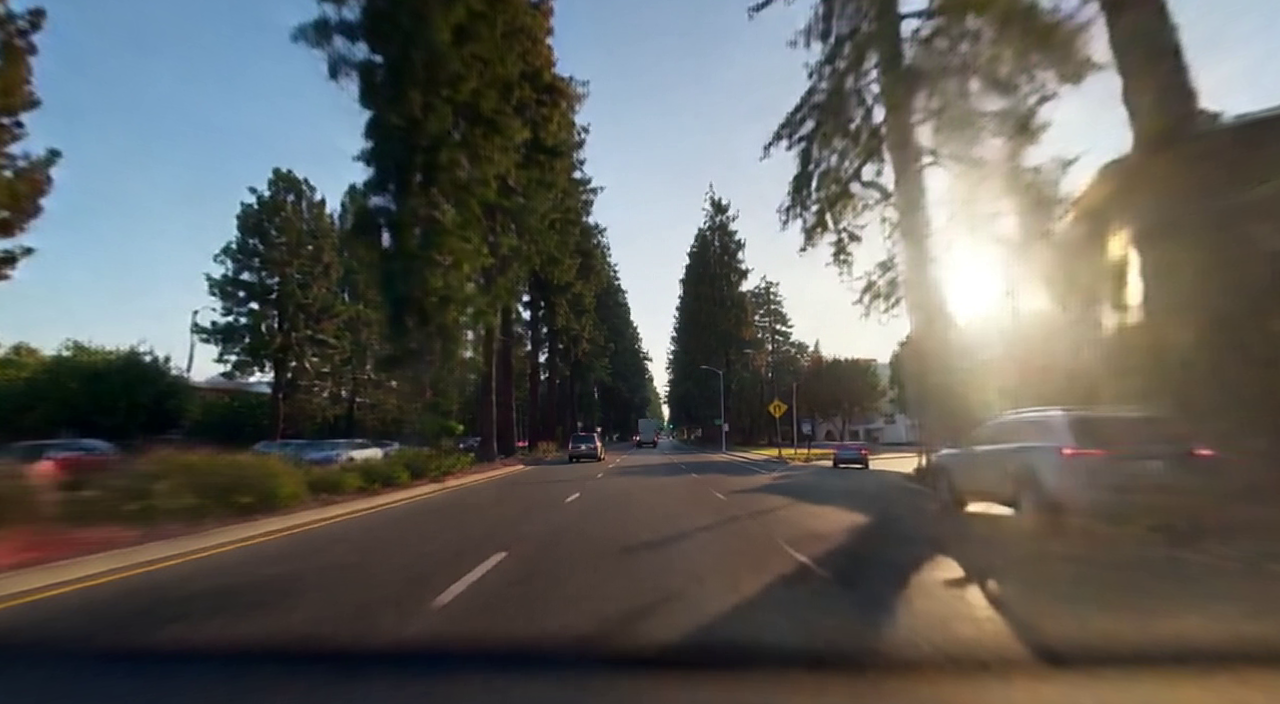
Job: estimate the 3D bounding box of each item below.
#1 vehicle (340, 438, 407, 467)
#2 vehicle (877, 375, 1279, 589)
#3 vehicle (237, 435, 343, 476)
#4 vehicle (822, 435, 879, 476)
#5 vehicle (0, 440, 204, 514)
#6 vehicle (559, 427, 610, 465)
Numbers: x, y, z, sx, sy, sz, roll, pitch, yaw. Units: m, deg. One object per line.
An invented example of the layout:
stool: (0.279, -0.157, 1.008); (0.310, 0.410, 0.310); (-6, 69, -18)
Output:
vehicle: (-16.352, 6.174, 38.931); (2.042, 1.654, 4.603); (0, -8, 1)
vehicle: (5.539, 1.674, 9.034); (2.381, 2.008, 5.971); (-1, -9, 5)
vehicle: (-16.410, 4.888, 29.896); (2.163, 1.761, 4.848); (0, -9, 1)
vehicle: (9.847, 4.829, 29.720); (2.280, 1.757, 4.572); (-3, -9, 16)
vehicle: (-13.167, 2.881, 15.105); (2.053, 1.496, 4.569); (-1, -8, 2)
vehicle: (-3.045, 5.304, 35.584); (2.255, 1.940, 4.822); (-1, -8, 2)
